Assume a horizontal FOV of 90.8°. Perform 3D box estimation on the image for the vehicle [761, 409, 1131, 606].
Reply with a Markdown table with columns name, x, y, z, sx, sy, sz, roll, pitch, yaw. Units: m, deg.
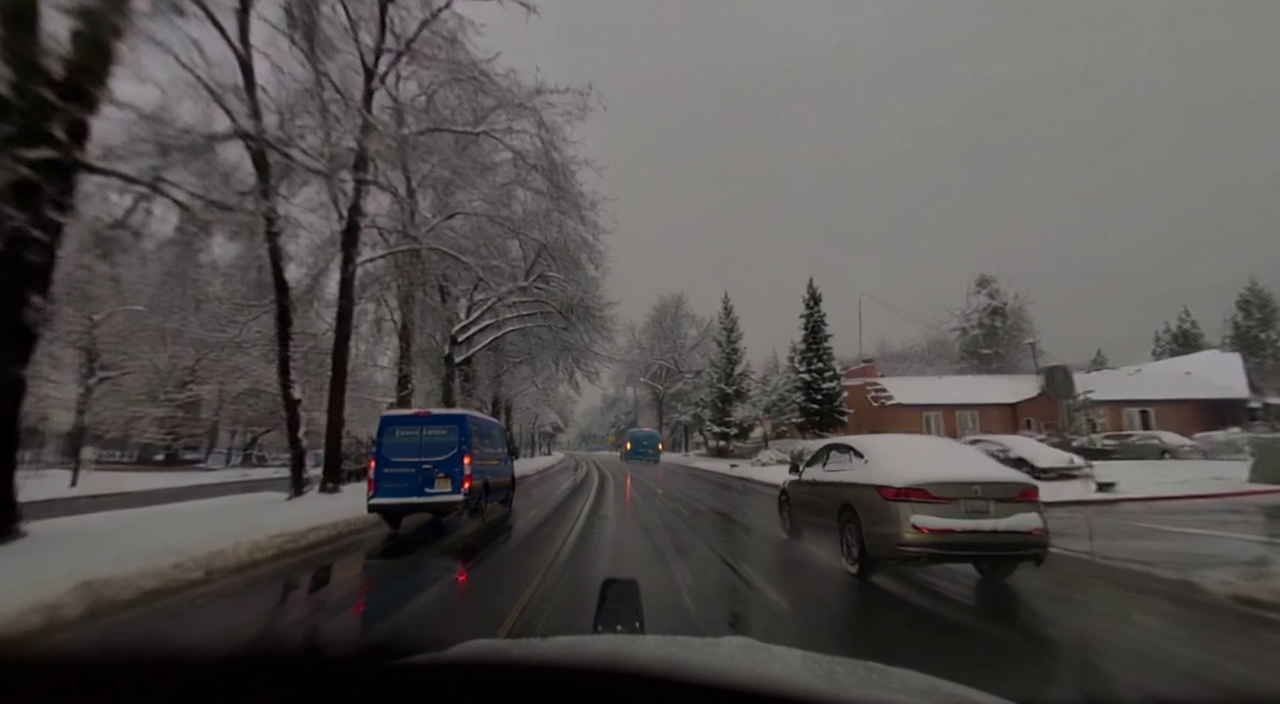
| name | x | y | z | sx | sy | sz | roll | pitch | yaw |
| --- | --- | --- | --- | --- | --- | --- | --- | --- | --- |
| vehicle | 3.078 | 1.689 | 7.789 | 2.087 | 1.658 | 4.612 | 0 | -9 | -2 |

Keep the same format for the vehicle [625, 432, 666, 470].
| name | x | y | z | sx | sy | sz | roll | pitch | yaw |
| --- | --- | --- | --- | --- | --- | --- | --- | --- | --- |
| vehicle | 0.319 | 7.080 | 45.299 | 2.397 | 2.566 | 5.324 | 1 | -9 | -6 |

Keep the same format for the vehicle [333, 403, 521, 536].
| name | x | y | z | sx | sy | sz | roll | pitch | yaw |
| --- | --- | --- | --- | --- | --- | --- | --- | --- | --- |
| vehicle | -4.041 | 2.330 | 13.054 | 2.420 | 2.227 | 4.499 | 0 | -9 | -2 |
